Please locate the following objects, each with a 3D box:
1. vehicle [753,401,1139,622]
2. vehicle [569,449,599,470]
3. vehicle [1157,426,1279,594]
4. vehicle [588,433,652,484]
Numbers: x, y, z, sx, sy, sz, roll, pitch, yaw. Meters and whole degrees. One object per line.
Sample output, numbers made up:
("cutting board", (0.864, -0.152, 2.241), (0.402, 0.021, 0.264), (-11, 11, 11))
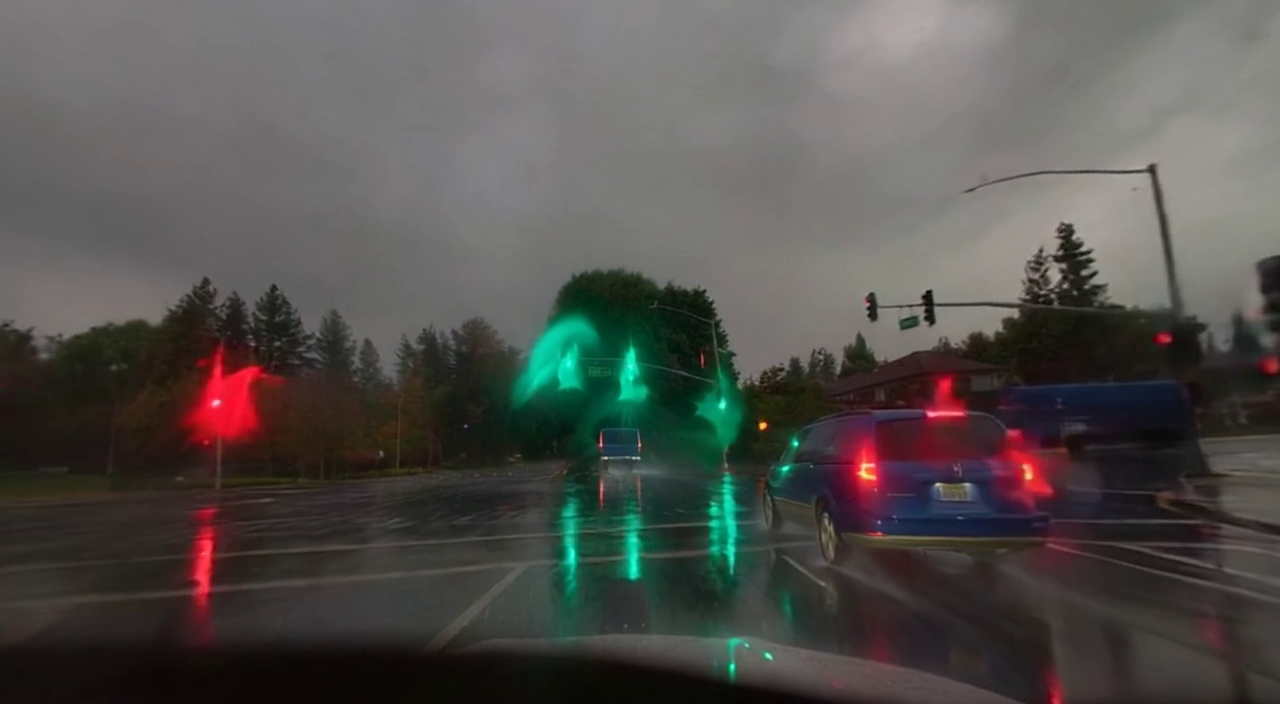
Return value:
("vehicle", (2.782, 1.562, 7.222), (2.024, 1.686, 4.588), (0, -8, -1))
("vehicle", (-4.282, 8.145, 48.047), (1.887, 1.458, 4.275), (1, -9, -10))
("vehicle", (6.707, 1.232, 4.427), (2.124, 1.474, 4.880), (0, -8, 2))
("vehicle", (-0.901, 4.192, 25.174), (2.185, 1.822, 4.583), (1, -8, -7))
